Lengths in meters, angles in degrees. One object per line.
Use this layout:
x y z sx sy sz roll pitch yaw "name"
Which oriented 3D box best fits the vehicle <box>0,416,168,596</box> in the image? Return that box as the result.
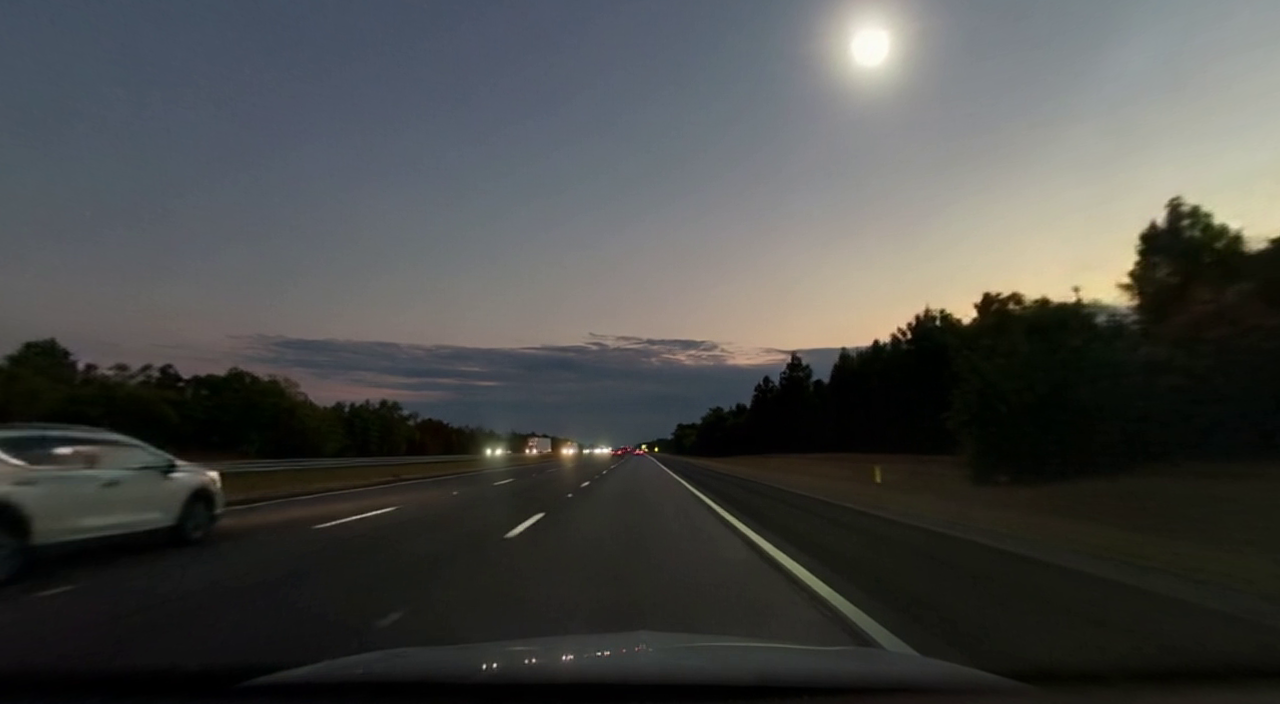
-7.047 1.427 5.787 2.115 1.664 4.259 0 -9 0 "vehicle"
